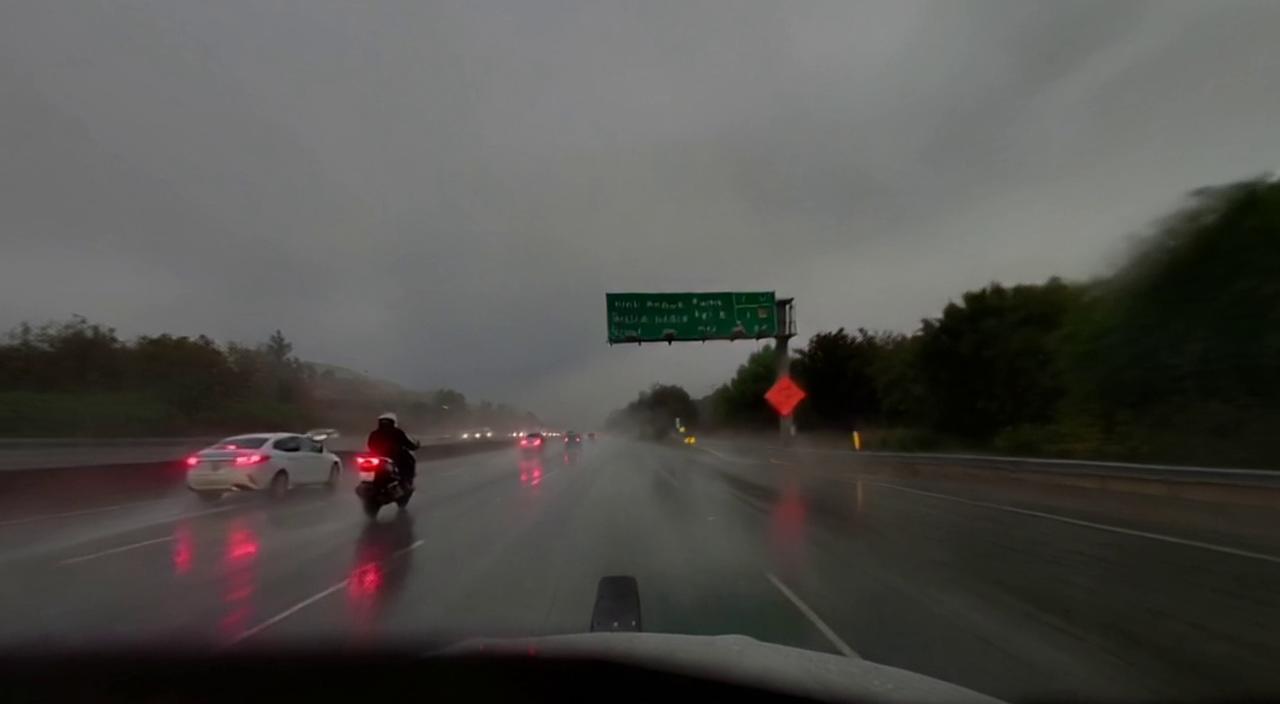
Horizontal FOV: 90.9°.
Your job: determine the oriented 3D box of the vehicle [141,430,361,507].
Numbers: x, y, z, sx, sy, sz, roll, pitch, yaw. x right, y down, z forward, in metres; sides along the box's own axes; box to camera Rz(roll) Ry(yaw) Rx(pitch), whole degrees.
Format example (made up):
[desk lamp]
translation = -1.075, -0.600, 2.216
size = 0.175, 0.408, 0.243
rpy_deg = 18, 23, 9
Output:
[vehicle]
translation = -8.308, 2.486, 14.141
size = 2.053, 1.409, 4.704
rpy_deg = 0, -8, -2
